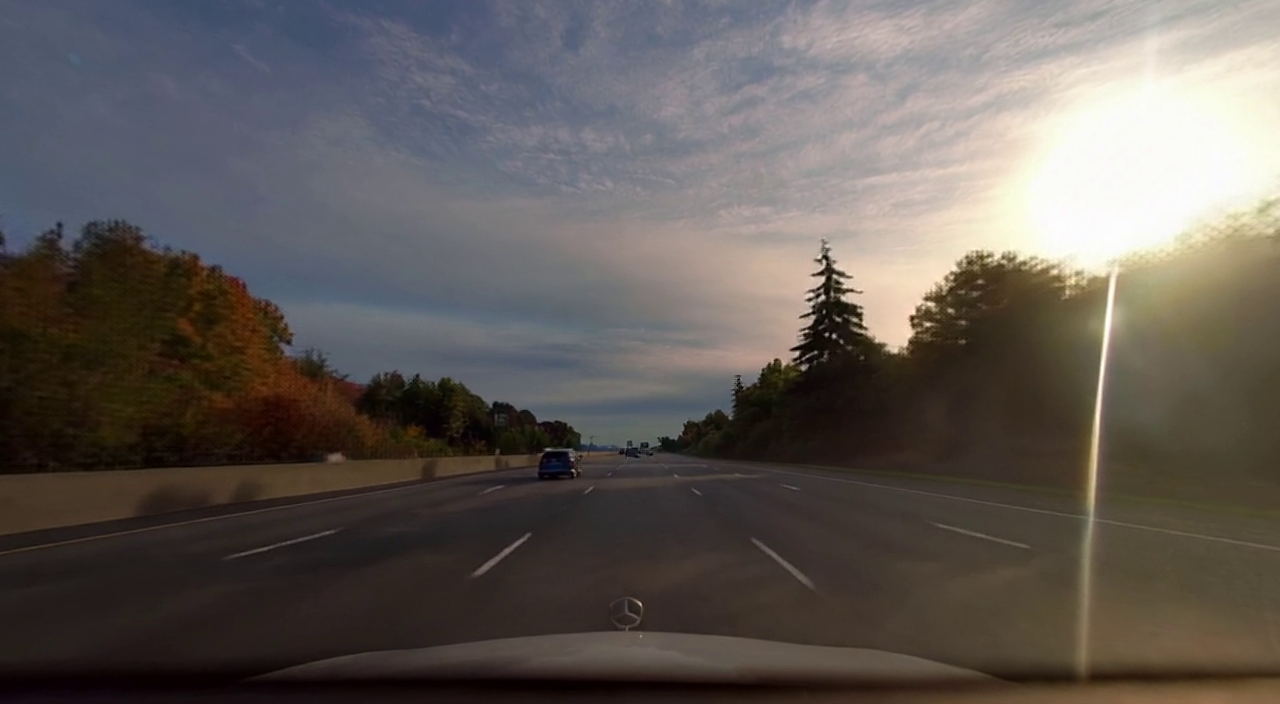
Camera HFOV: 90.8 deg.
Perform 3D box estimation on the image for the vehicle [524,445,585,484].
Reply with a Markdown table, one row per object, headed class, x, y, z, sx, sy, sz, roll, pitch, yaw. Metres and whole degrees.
| class | x | y | z | sx | sy | sz | roll | pitch | yaw |
| --- | --- | --- | --- | --- | --- | --- | --- | --- | --- |
| vehicle | -3.585 | 4.794 | 27.180 | 1.979 | 1.521 | 4.147 | 0 | -9 | 1 |
